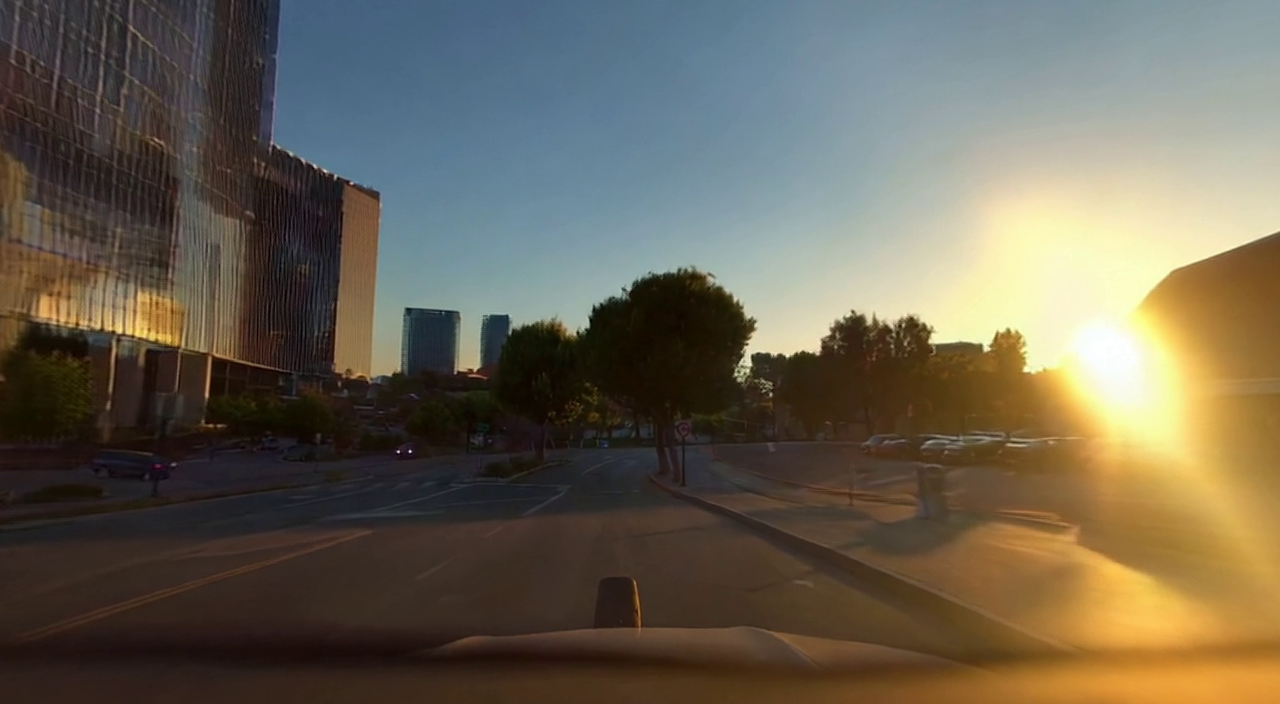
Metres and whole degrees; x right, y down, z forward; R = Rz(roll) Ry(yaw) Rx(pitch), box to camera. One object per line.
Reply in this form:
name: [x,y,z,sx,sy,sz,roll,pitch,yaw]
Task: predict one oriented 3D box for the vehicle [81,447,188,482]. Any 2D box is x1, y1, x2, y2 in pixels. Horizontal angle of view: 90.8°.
vehicle: [-27.668,6.102,34.613,4.473,1.778,2.125,-2,-9,14]
